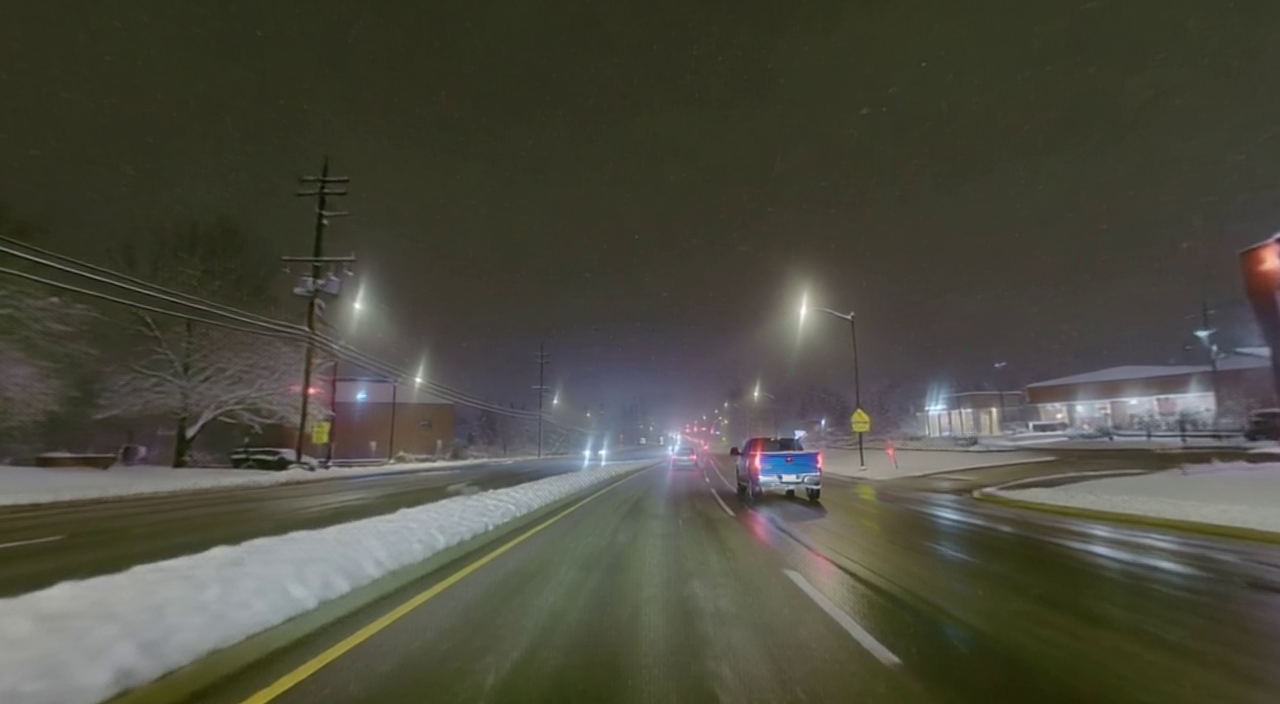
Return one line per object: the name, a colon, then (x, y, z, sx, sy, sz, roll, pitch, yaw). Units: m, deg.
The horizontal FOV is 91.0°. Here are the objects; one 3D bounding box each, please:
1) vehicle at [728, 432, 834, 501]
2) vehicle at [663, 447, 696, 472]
vehicle: (4.376, 3.663, 20.632, 2.367, 1.919, 5.651, 0, -9, 2)
vehicle: (2.637, 6.988, 41.310, 1.968, 1.521, 4.262, 0, -9, 5)
